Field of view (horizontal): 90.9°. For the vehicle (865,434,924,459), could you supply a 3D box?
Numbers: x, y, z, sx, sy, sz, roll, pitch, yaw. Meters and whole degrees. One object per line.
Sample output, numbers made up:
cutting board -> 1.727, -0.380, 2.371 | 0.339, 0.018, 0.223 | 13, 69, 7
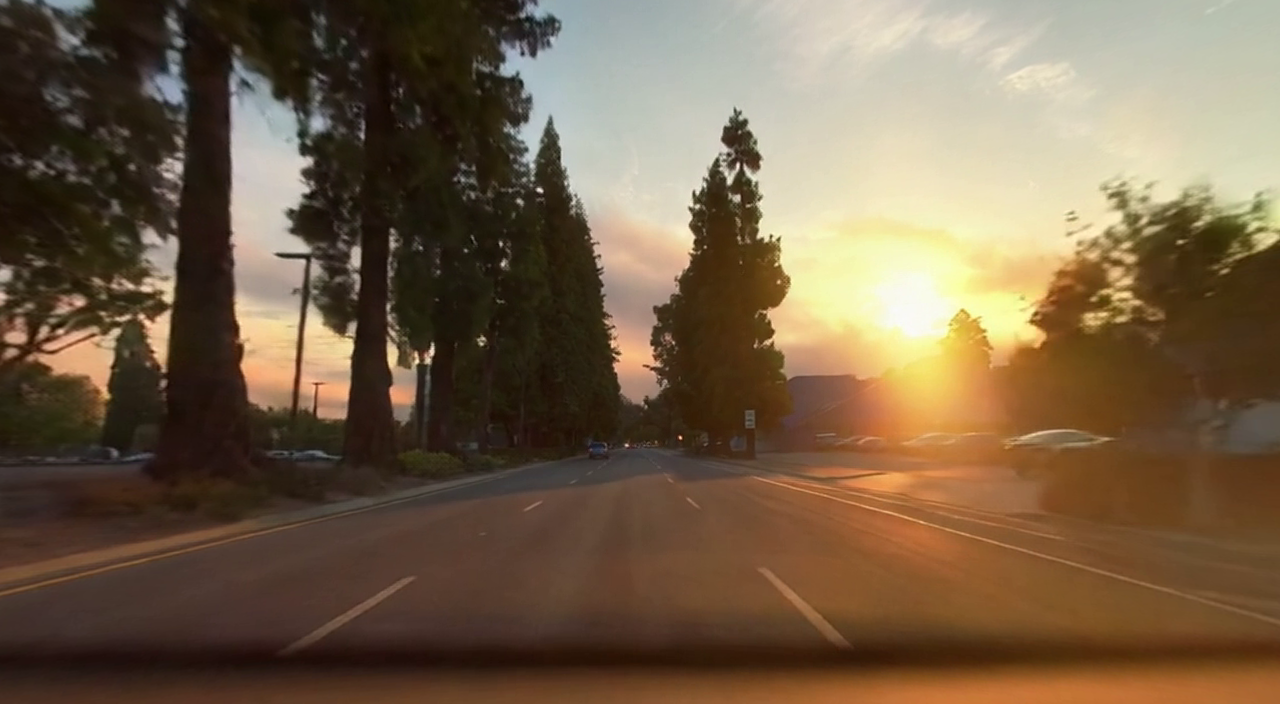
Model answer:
vehicle -> 16.394, 6.161, 40.882 | 1.968, 1.511, 4.497 | 0, -9, 0

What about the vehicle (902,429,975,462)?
vehicle -> 16.342, 5.144, 34.769 | 2.046, 1.714, 4.199 | 0, -8, 1

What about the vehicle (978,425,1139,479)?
vehicle -> 12.604, 2.997, 18.945 | 4.630, 1.461, 1.817 | 4, -9, -26
